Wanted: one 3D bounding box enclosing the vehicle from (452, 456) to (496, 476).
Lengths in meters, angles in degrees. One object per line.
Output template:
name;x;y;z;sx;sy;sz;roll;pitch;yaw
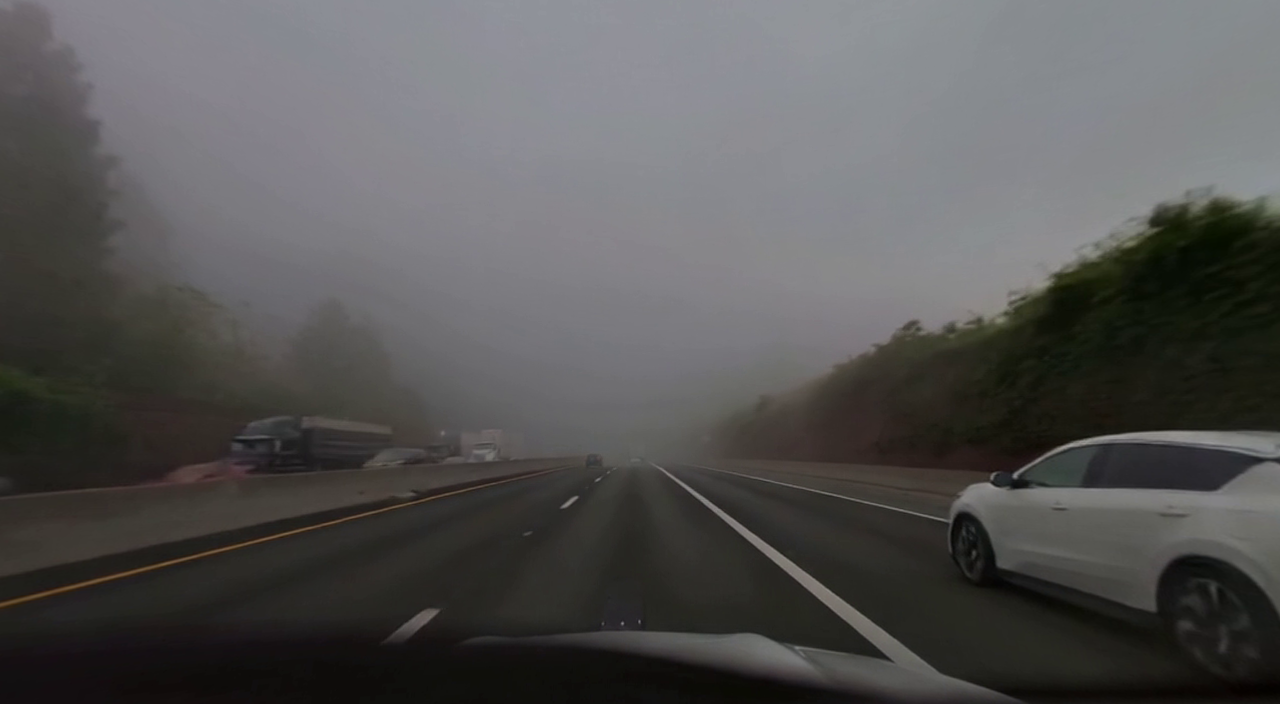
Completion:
vehicle;-11.792;8.106;45.008;1.930;1.372;3.971;-1;-9;3

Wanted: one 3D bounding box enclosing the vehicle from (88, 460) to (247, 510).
vehicle;-16.099;4.515;21.884;1.878;1.452;4.765;0;-9;-1

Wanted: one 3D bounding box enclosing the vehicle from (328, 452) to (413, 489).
vehicle;-11.756;5.169;27.801;1.859;1.455;4.185;0;-9;0

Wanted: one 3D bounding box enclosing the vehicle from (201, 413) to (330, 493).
vehicle;-20.470;5.595;35.044;2.971;3.945;6.653;0;-9;0

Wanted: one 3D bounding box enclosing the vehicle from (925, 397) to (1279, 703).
vehicle;3.852;1.139;3.942;2.053;1.504;4.386;0;-9;0
